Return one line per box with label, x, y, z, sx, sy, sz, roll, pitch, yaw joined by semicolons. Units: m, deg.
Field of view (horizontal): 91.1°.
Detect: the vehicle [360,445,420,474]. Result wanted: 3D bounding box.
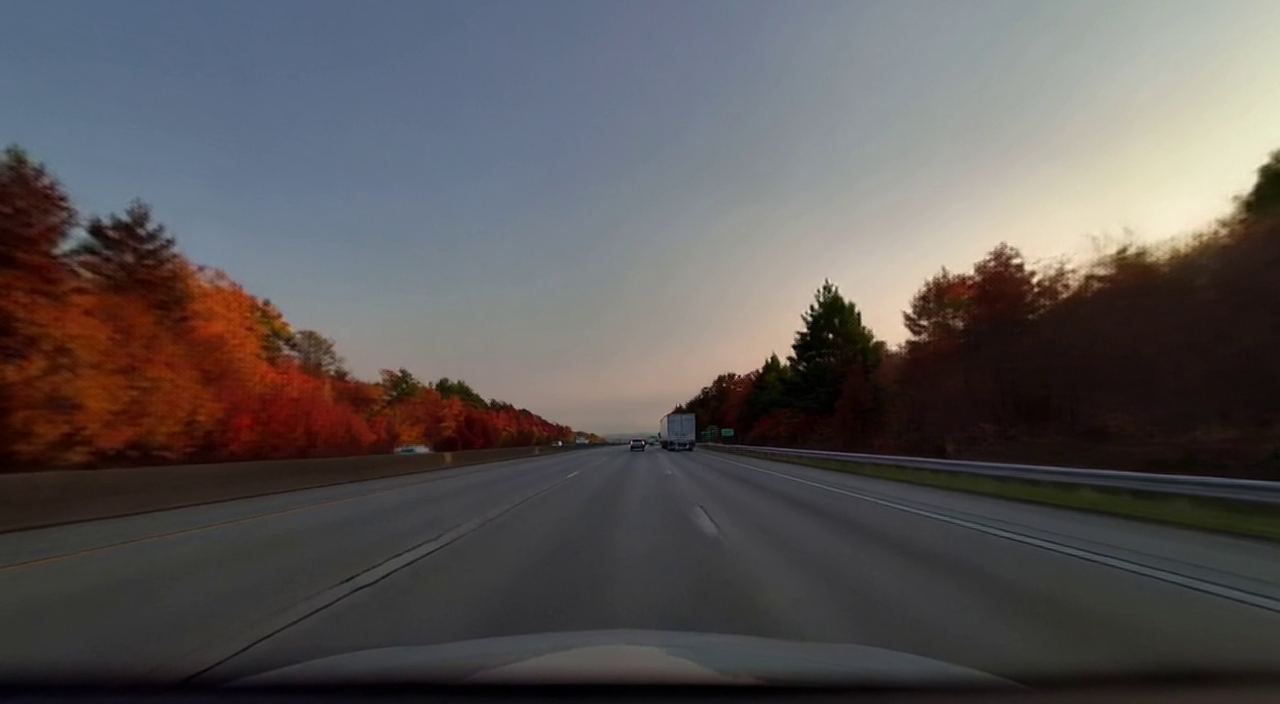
vehicle;-14.131;6.081;35.712;1.750;1.472;3.889;-1;-8;0
